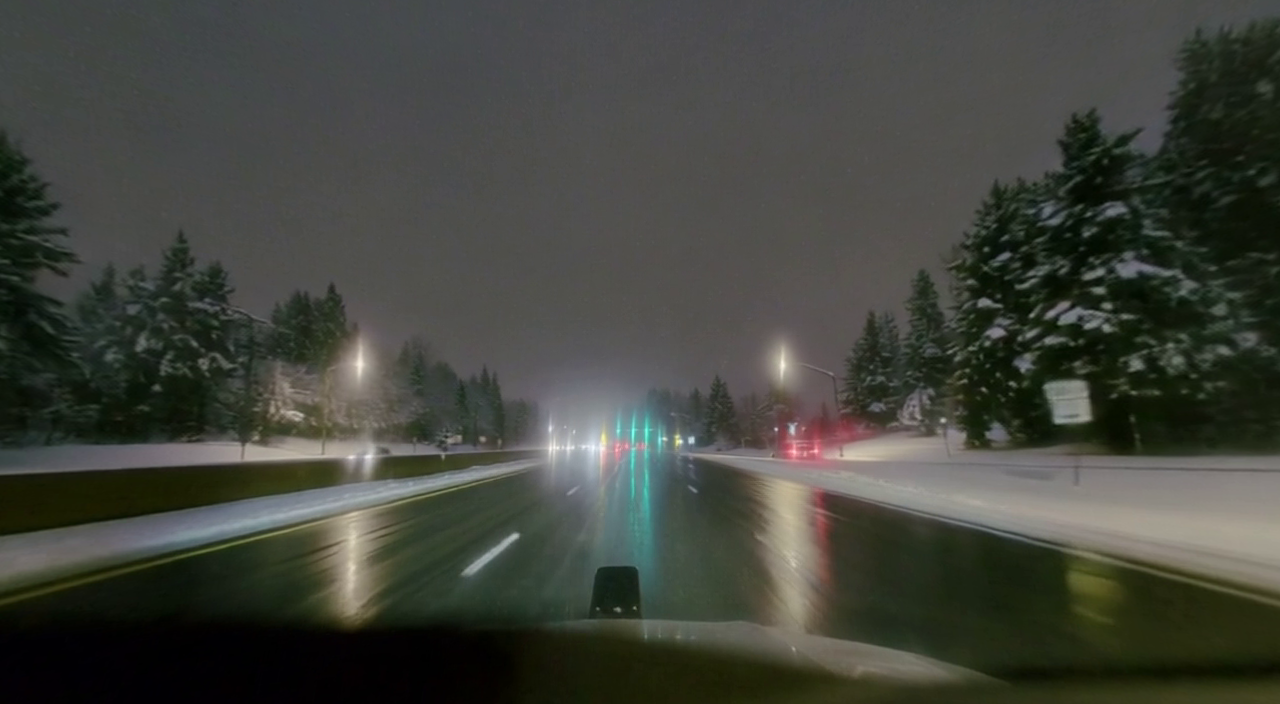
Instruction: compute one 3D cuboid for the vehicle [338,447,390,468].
[{"bbox_3d":[-21.485,8.199,49.364,1.946,1.512,4.747,0,-9,0],"label":"vehicle"}]
